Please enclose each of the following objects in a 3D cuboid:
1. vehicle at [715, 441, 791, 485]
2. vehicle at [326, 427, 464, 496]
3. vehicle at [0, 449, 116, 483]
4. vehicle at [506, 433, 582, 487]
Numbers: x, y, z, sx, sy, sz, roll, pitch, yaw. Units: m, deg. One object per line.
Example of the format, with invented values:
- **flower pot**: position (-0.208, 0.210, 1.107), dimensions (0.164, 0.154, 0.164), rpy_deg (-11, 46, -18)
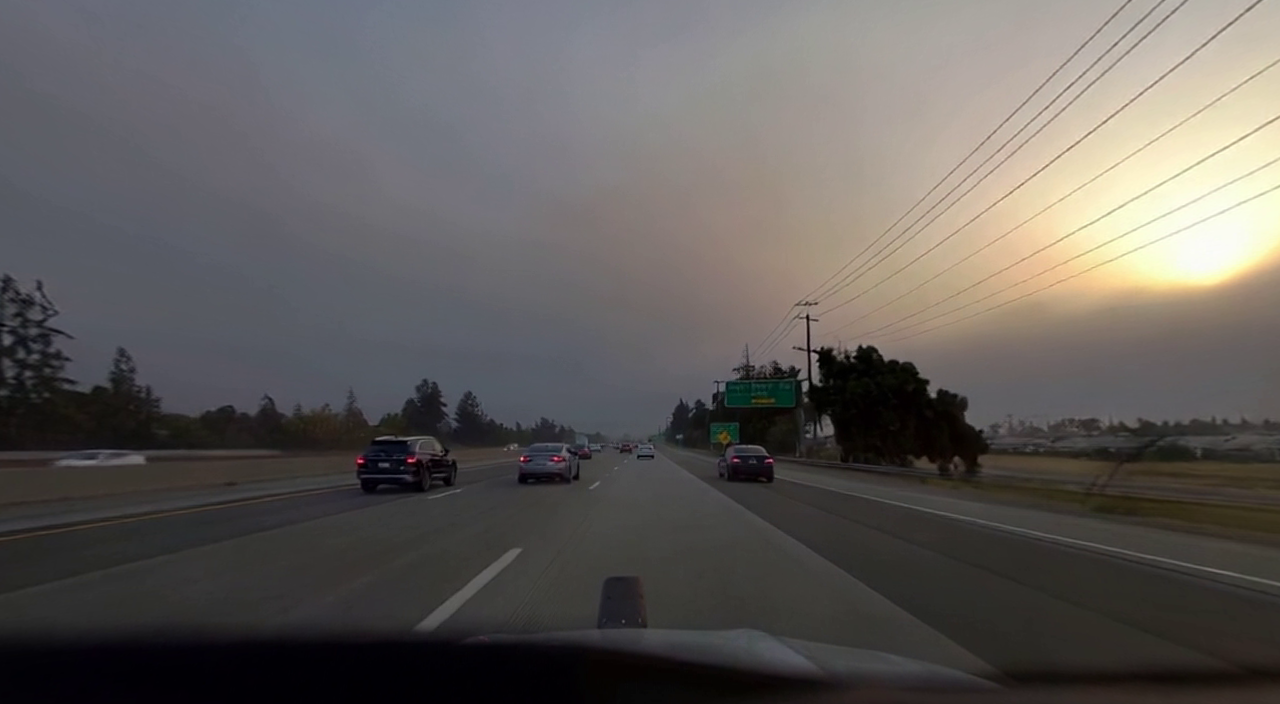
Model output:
- **vehicle**: position (4.139, 4.123, 23.771), dimensions (1.964, 1.479, 4.252), rpy_deg (0, -8, -1)
- **vehicle**: position (-7.204, 3.270, 19.241), dimensions (2.162, 1.805, 4.853), rpy_deg (0, -8, 1)
- **vehicle**: position (-29.056, 5.628, 31.532), dimensions (1.822, 1.516, 4.466), rpy_deg (0, -8, 1)
- **vehicle**: position (-3.225, 3.712, 21.983), dimensions (1.961, 1.704, 4.052), rpy_deg (0, -8, 1)
